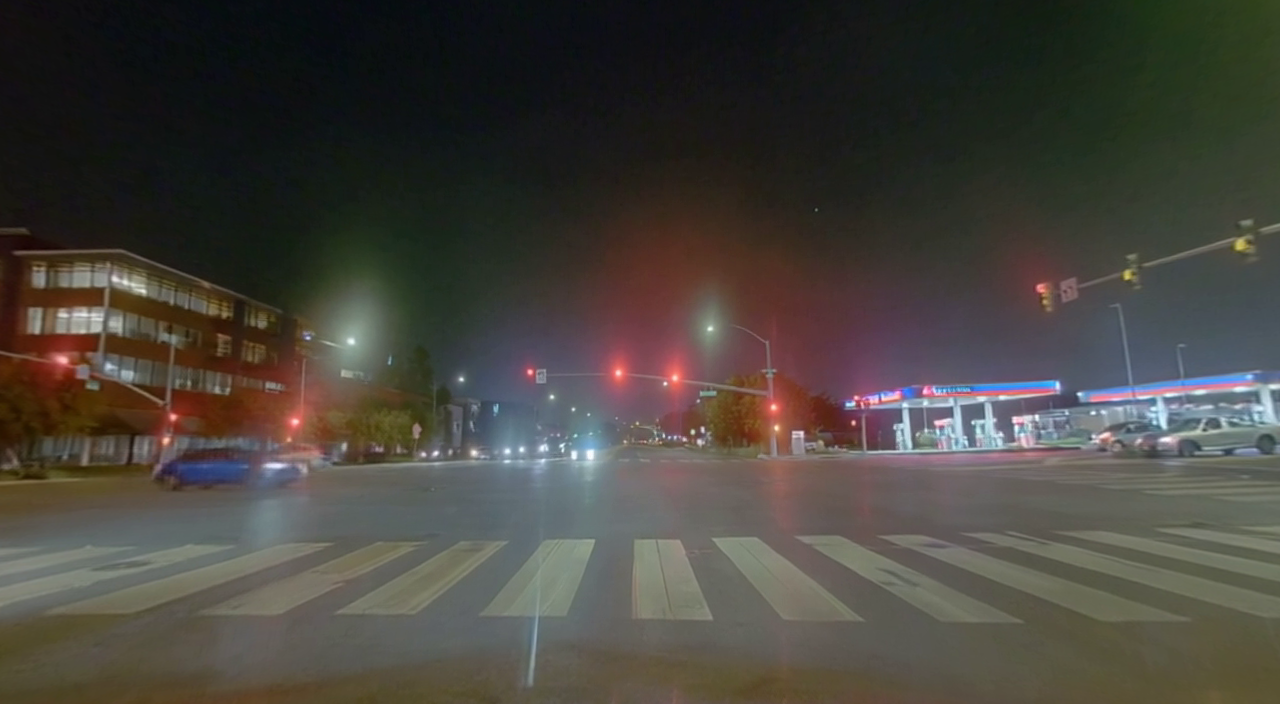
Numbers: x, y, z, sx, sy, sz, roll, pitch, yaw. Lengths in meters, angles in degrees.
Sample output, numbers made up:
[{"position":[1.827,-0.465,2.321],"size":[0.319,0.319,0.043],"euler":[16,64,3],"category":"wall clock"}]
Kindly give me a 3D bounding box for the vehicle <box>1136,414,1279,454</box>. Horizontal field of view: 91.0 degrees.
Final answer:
[{"position":[22.808,3.259,24.841],"size":[4.696,1.483,1.898],"euler":[-1,-8,3],"category":"vehicle"}]

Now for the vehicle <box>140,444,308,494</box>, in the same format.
[{"position":[-14.190,3.983,21.638],"size":[4.488,1.463,1.888],"euler":[-2,-8,3],"category":"vehicle"}]
